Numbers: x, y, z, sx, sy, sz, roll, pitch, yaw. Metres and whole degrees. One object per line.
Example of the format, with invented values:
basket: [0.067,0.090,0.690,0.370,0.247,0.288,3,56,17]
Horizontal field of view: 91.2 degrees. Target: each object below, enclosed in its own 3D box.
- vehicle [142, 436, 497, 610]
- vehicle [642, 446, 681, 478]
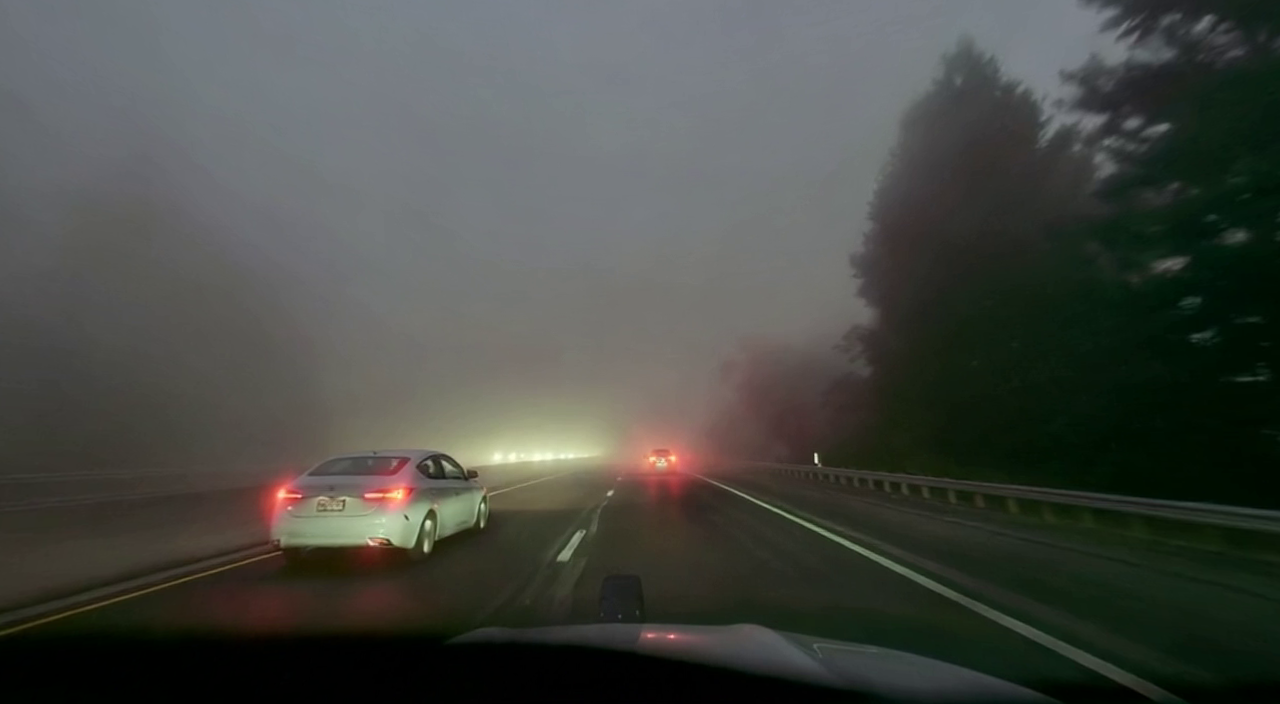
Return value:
vehicle: [-3.251,1.807,7.556,2.013,1.479,4.169,0,-9,1]
vehicle: [1.084,5.787,33.065,1.910,1.554,3.718,0,-9,0]
